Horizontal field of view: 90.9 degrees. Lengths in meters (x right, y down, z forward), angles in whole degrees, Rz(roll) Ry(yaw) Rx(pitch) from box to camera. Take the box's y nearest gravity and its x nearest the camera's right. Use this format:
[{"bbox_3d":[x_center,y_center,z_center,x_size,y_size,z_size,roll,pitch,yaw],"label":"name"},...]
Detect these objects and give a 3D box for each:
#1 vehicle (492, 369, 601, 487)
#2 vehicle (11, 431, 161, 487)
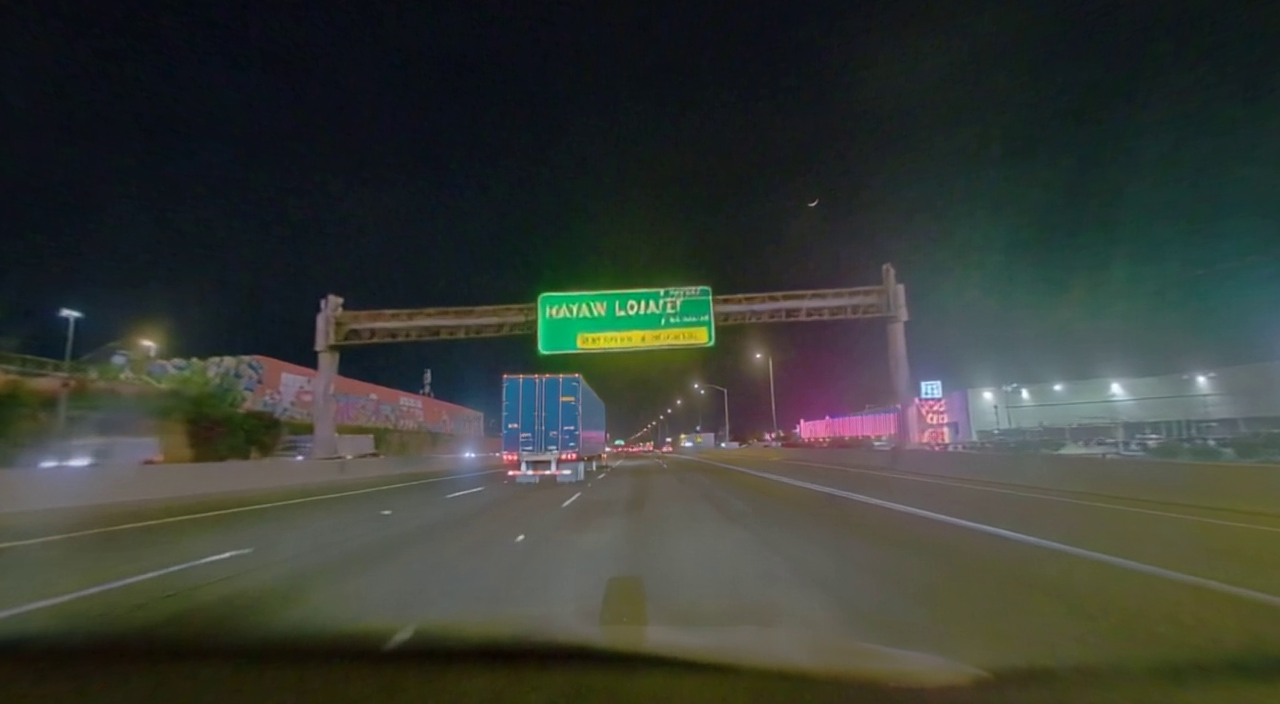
[{"bbox_3d":[-3.512,3.164,26.376,2.977,4.048,8.890,0,-7,1],"label":"vehicle"},{"bbox_3d":[-28.411,5.468,32.744,2.426,2.602,5.759,0,-8,1],"label":"vehicle"}]
